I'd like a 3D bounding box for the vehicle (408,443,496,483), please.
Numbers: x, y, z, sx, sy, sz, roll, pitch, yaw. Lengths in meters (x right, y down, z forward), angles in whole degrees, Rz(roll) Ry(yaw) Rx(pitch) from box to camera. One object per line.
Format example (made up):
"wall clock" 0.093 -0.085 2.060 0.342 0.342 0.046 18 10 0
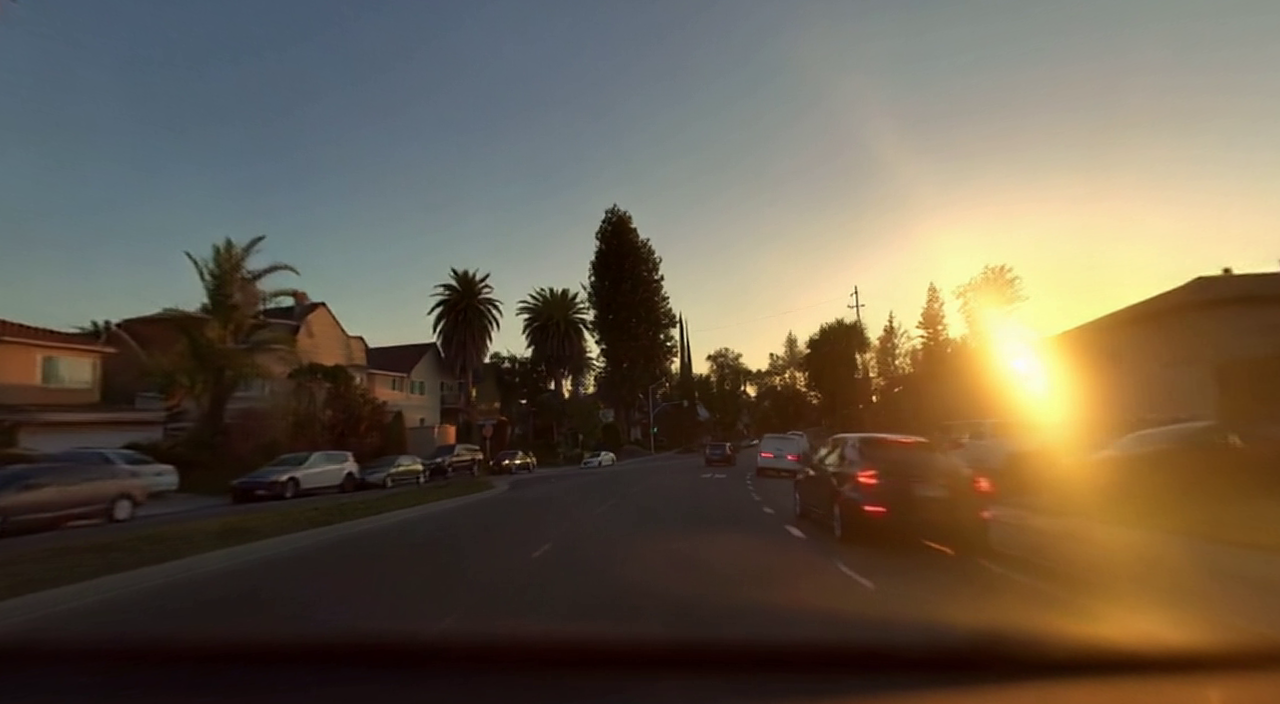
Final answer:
"vehicle" -10.126 6.009 34.643 2.051 1.957 5.968 -2 -9 10

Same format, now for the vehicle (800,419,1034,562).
"vehicle" 3.928 2.024 10.000 2.043 1.692 4.581 -1 -9 6

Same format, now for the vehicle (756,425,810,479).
"vehicle" 6.798 4.738 30.134 2.326 2.257 4.635 0 -8 13

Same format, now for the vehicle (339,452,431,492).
"vehicle" -11.389 5.369 28.544 1.786 1.488 4.518 -5 -9 8

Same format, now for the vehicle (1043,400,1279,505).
"vehicle" 11.084 1.979 12.578 4.557 1.795 1.986 -5 -10 11

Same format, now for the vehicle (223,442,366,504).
"vehicle" -12.261 4.285 22.883 2.081 1.948 4.821 -1 -9 5

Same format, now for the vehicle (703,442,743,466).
"vehicle" 5.449 6.592 41.054 2.035 1.474 4.284 -2 -9 15

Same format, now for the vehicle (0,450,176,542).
"vehicle" -13.175 3.051 13.898 1.967 1.736 4.730 -1 -9 6
